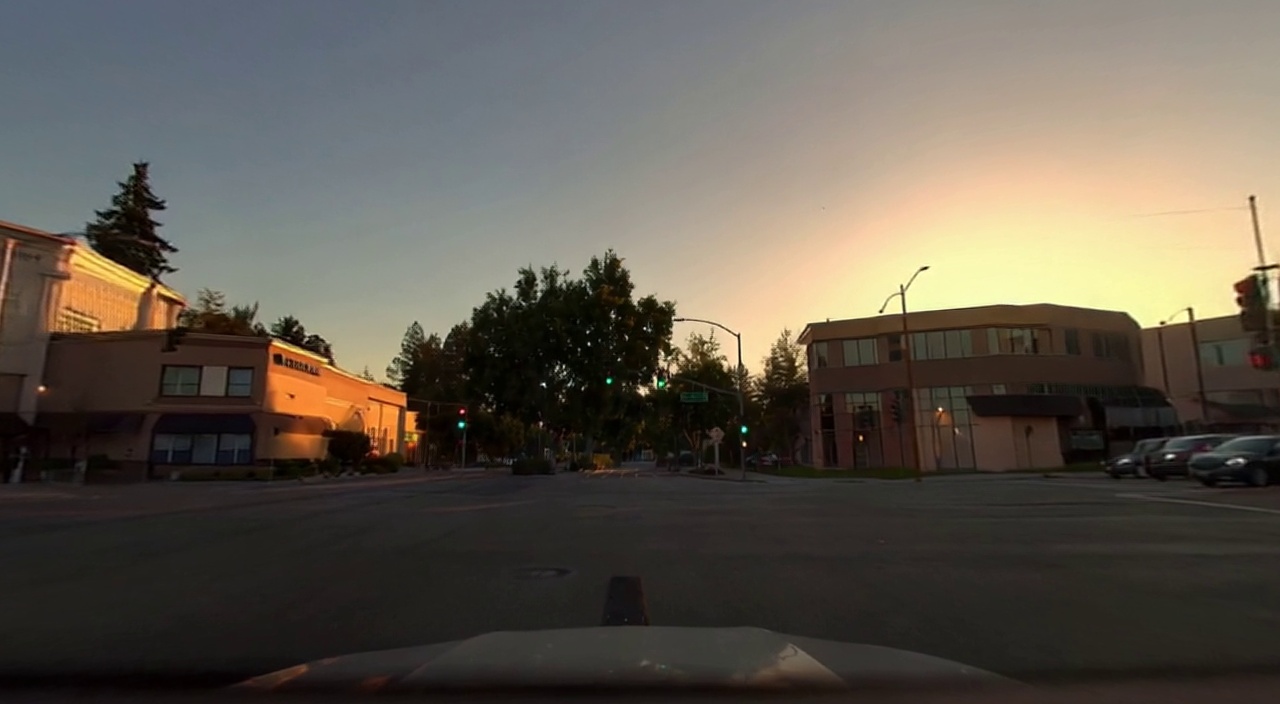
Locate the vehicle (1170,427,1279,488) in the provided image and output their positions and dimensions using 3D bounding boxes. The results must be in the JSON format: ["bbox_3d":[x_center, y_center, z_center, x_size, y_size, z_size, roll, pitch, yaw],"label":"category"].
[{"bbox_3d":[17.977,2.940,17.745,4.288,1.600,1.927,0,-8,1],"label":"vehicle"}]
